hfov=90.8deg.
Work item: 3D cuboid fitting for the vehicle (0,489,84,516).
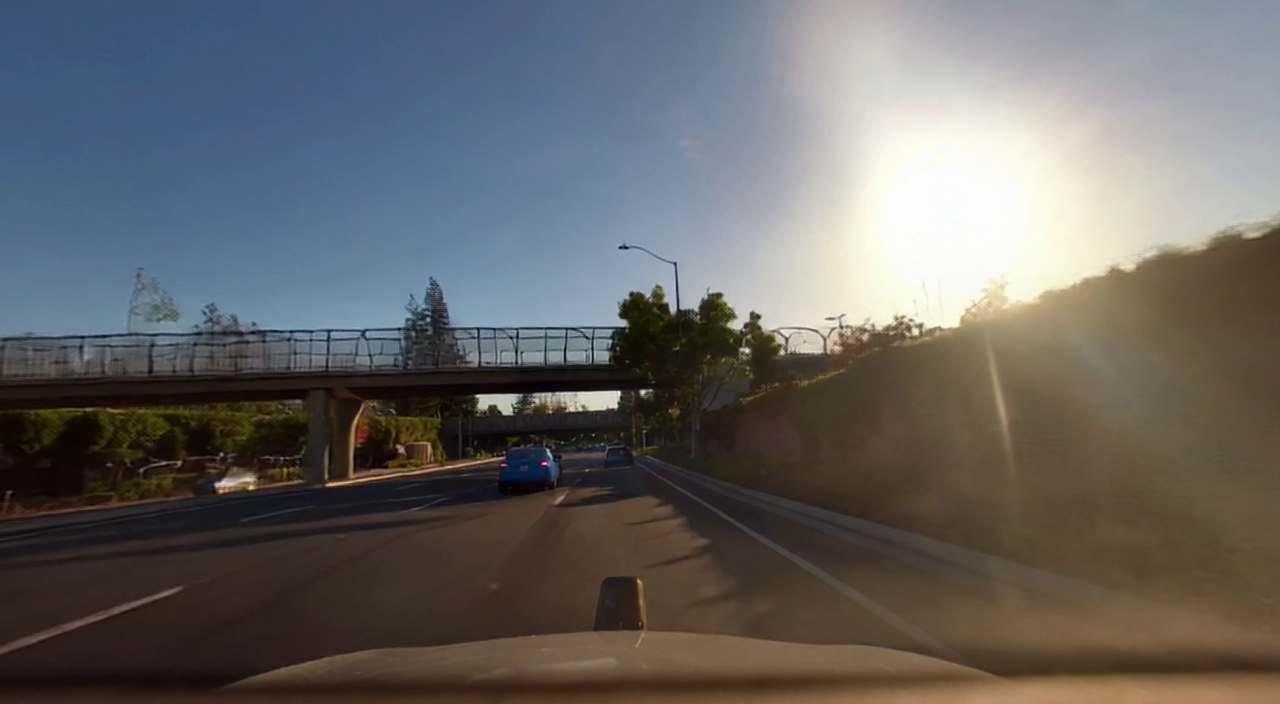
[{"bbox_3d":[-42.811,10.615,44.540,5.045,1.667,2.174,0,-8,0],"label":"vehicle"}]

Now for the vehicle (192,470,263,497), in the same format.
[{"bbox_3d":[-26.554,8.432,40.845,1.803,1.477,4.187,0,-9,-2],"label":"vehicle"}]

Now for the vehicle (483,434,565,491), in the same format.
[{"bbox_3d":[-3.957,3.852,22.406,2.223,1.771,4.581,0,-9,-3],"label":"vehicle"}]

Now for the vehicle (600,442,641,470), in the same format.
[{"bbox_3d":[-1.210,6.010,36.676,2.205,1.509,4.272,0,-9,-4],"label":"vehicle"}]
